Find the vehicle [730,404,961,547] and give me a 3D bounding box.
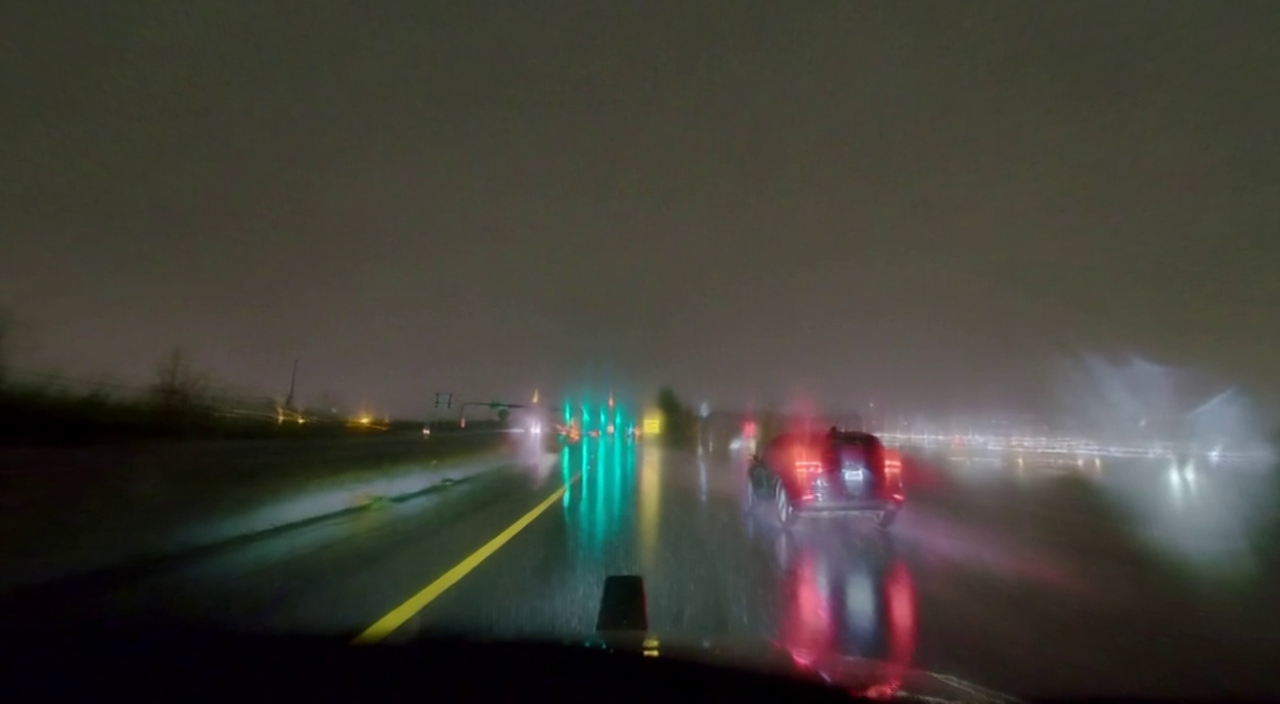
[{"bbox_3d":[2.802,1.815,9.819,2.059,1.715,4.192,0,-8,-2],"label":"vehicle"}]
